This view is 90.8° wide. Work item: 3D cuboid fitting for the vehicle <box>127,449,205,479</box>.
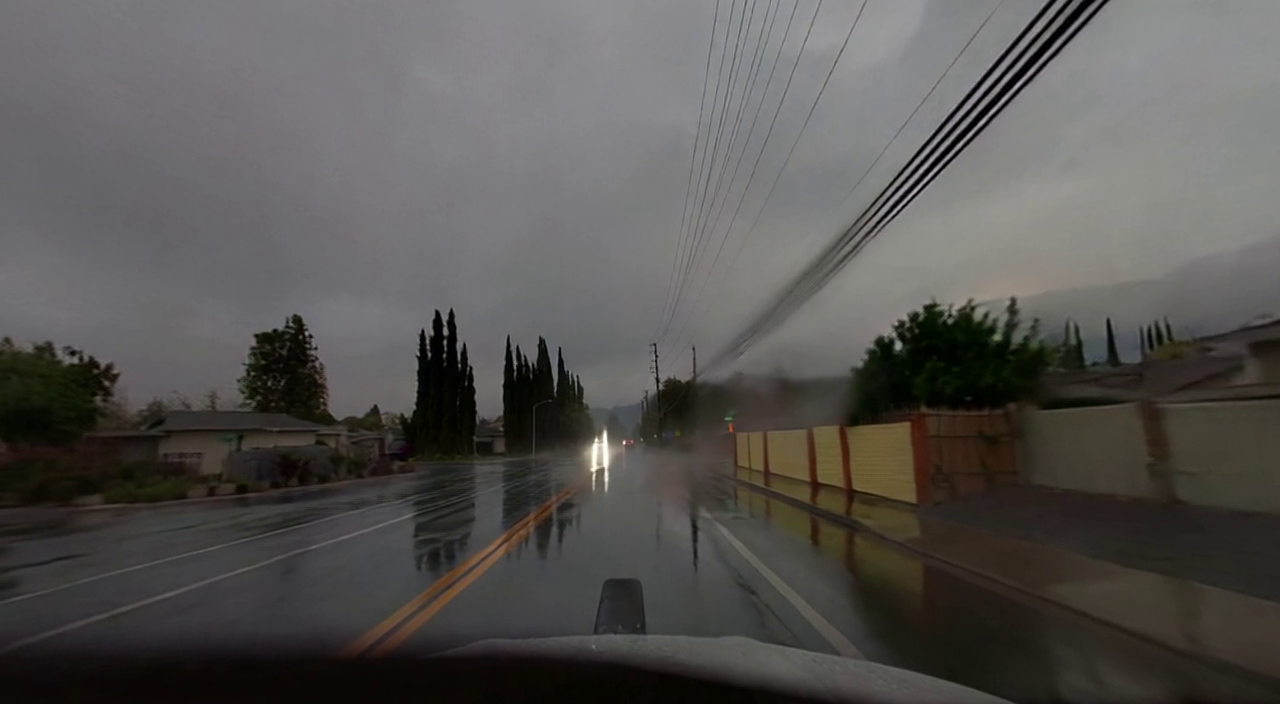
[{"bbox_3d":[-33.444,7.873,44.783,1.885,1.698,5.050,0,-6,-3],"label":"vehicle"}]
